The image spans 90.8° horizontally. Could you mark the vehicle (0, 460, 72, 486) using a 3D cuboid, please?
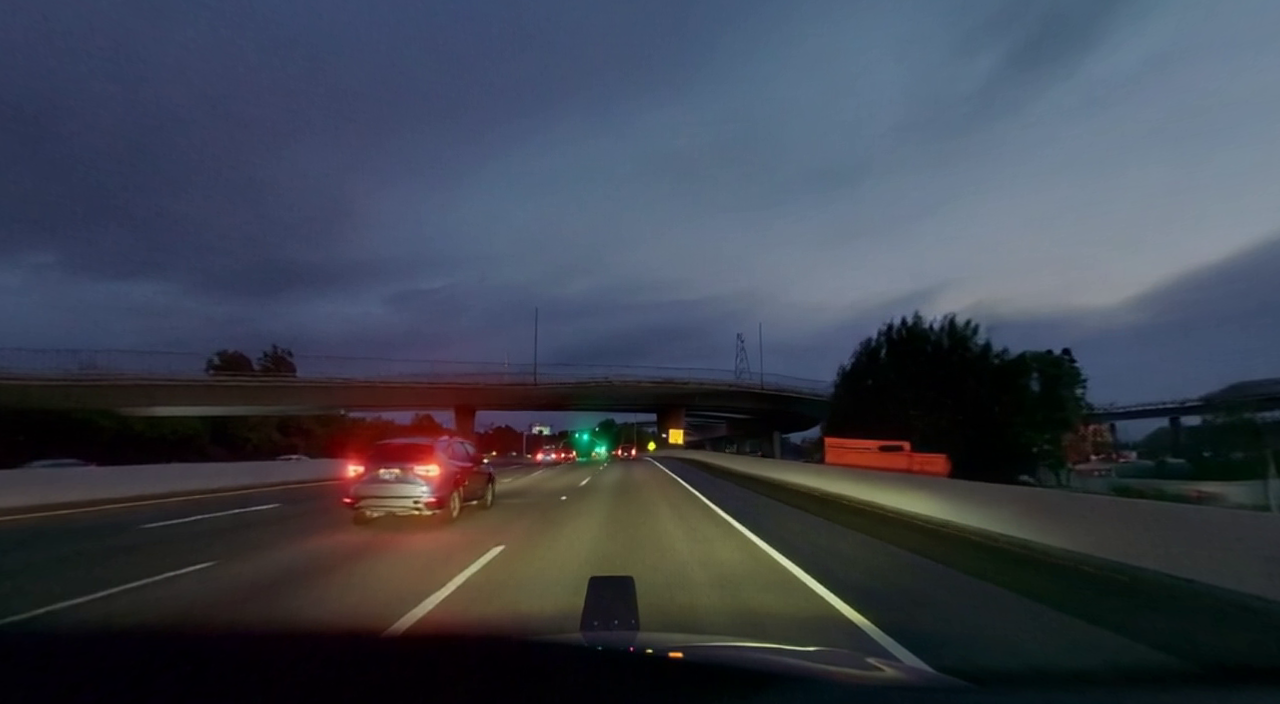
[{"bbox_3d":[-46.925,9.213,48.497,2.100,1.768,4.945,0,-8,-2],"label":"vehicle"}]

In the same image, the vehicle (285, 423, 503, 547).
[{"bbox_3d":[-3.795,2.116,10.705,2.024,1.655,4.192,0,-9,-1],"label":"vehicle"}]

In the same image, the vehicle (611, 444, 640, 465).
[{"bbox_3d":[-1.103,7.678,47.495,2.051,1.459,4.092,0,-8,-2],"label":"vehicle"}]
